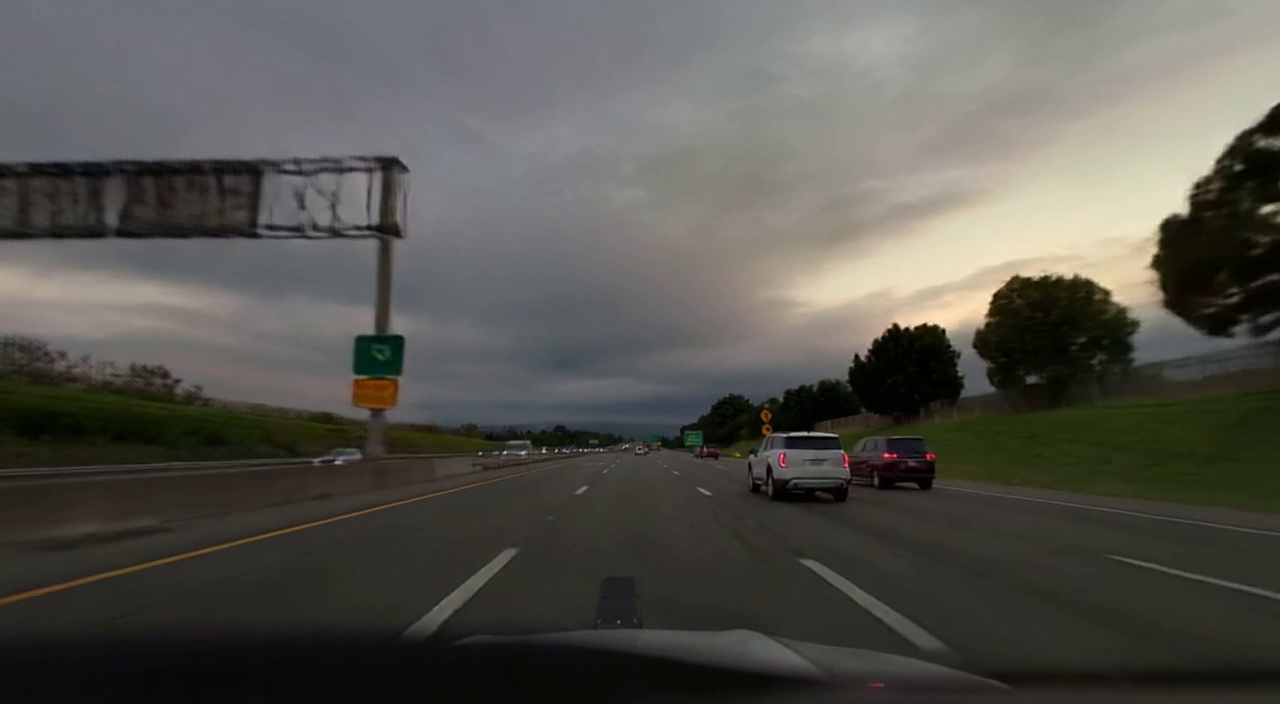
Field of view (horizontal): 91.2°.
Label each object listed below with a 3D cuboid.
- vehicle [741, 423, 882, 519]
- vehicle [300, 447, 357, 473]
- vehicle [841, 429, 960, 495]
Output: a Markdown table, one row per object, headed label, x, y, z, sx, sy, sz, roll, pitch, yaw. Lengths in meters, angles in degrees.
| label | x | y | z | sx | sy | sz | roll | pitch | yaw |
| --- | --- | --- | --- | --- | --- | --- | --- | --- | --- |
| vehicle | 3.466 | 2.498 | 13.573 | 1.784 | 1.733 | 4.141 | 0 | -9 | -1 |
| vehicle | -18.363 | 6.364 | 37.071 | 1.541 | 1.411 | 3.525 | 0 | -9 | 0 |
| vehicle | 7.890 | 3.364 | 19.403 | 1.898 | 1.798 | 3.805 | 0 | -9 | -2 |
